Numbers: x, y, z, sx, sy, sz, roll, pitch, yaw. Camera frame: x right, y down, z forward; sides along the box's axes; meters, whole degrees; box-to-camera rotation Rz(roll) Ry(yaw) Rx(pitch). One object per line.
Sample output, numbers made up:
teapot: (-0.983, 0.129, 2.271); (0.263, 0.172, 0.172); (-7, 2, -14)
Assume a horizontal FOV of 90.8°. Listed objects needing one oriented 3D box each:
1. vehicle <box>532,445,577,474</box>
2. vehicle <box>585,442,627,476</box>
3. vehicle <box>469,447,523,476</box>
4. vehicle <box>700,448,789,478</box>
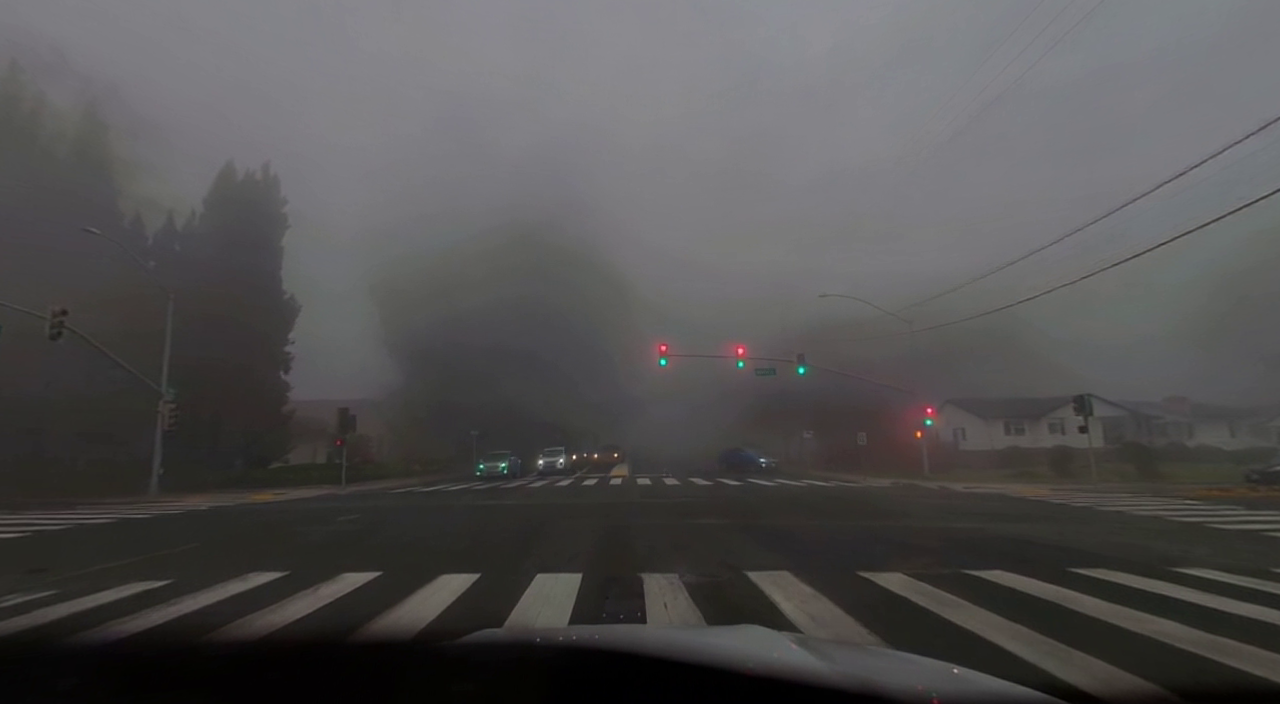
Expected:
vehicle: (-5.211, 6.608, 39.017); (2.091, 1.707, 4.157); (0, -9, 1)
vehicle: (-1.963, 6.444, 38.340); (2.355, 1.868, 5.125); (0, -9, -1)
vehicle: (-8.631, 6.596, 38.341); (2.028, 1.654, 5.027); (0, -9, 0)
vehicle: (5.451, 5.745, 32.945); (4.118, 1.491, 2.046); (4, -9, -25)
